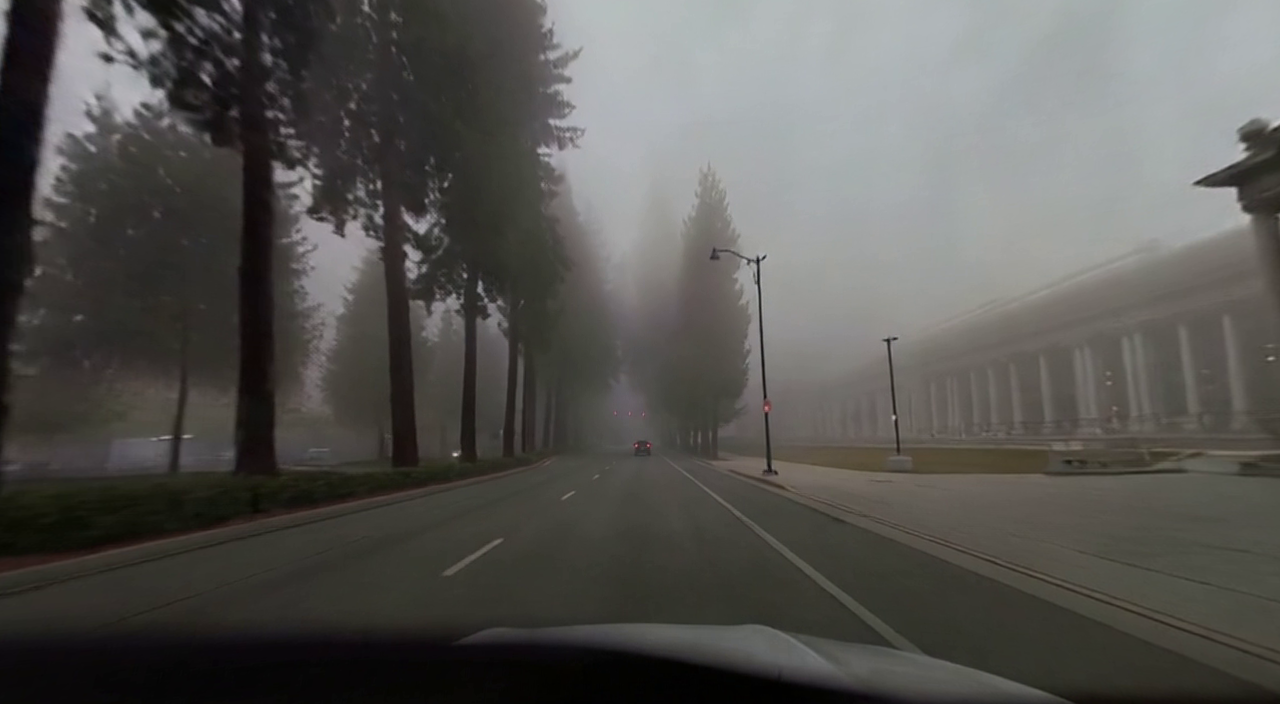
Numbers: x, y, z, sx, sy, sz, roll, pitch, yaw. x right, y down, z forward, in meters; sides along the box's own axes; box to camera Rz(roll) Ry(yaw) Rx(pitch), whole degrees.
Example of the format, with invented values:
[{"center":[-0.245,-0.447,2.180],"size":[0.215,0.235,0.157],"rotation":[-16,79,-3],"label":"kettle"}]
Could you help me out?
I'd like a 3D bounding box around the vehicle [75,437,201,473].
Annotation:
[{"center":[-36.399,7.478,46.000],"size":[2.132,2.424,6.702],"rotation":[-5,-10,31],"label":"vehicle"}]
